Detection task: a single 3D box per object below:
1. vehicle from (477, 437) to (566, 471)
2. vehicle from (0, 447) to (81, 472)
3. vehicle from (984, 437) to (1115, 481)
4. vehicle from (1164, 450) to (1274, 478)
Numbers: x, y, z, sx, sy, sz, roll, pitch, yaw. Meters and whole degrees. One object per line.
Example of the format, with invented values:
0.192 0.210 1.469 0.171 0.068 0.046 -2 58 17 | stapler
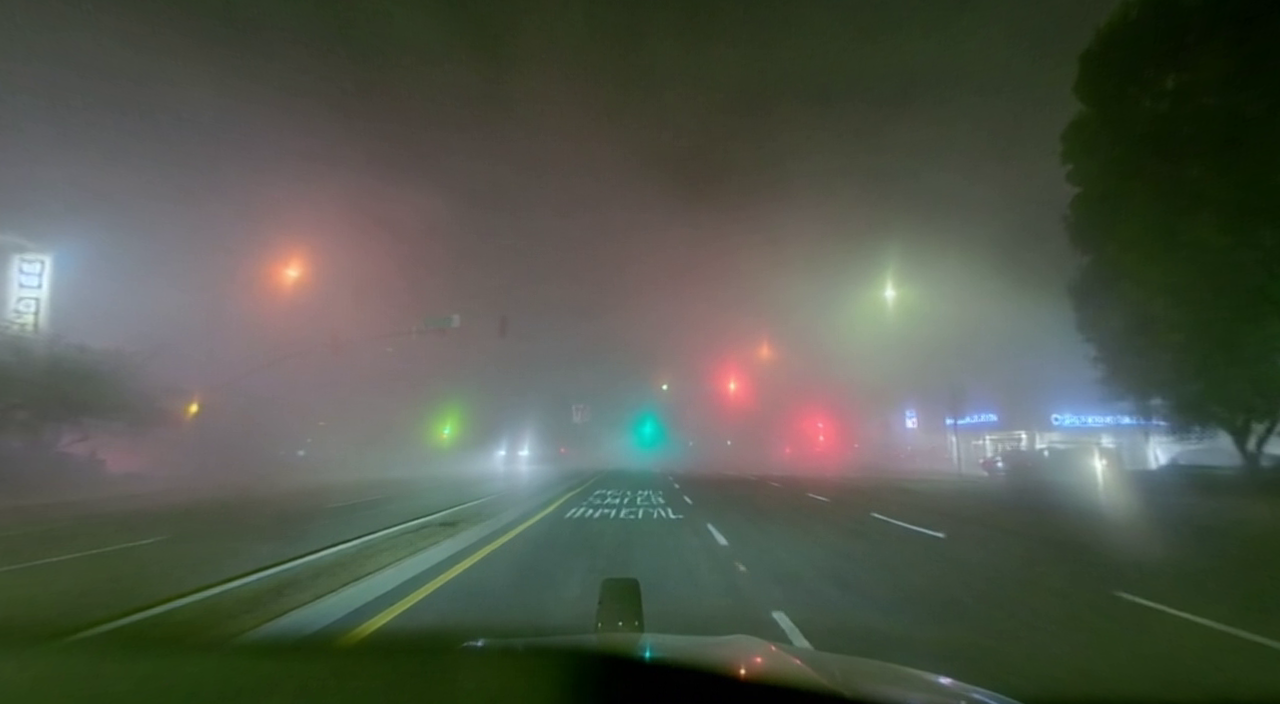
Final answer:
-6.305 5.481 33.986 4.408 1.728 2.010 0 -8 0 | vehicle
-44.311 7.892 46.542 4.275 1.724 1.979 0 -9 0 | vehicle
22.703 5.931 35.323 2.195 2.201 5.616 5 -10 -28 | vehicle
36.424 7.021 39.905 1.868 1.566 4.647 5 -10 -29 | vehicle
